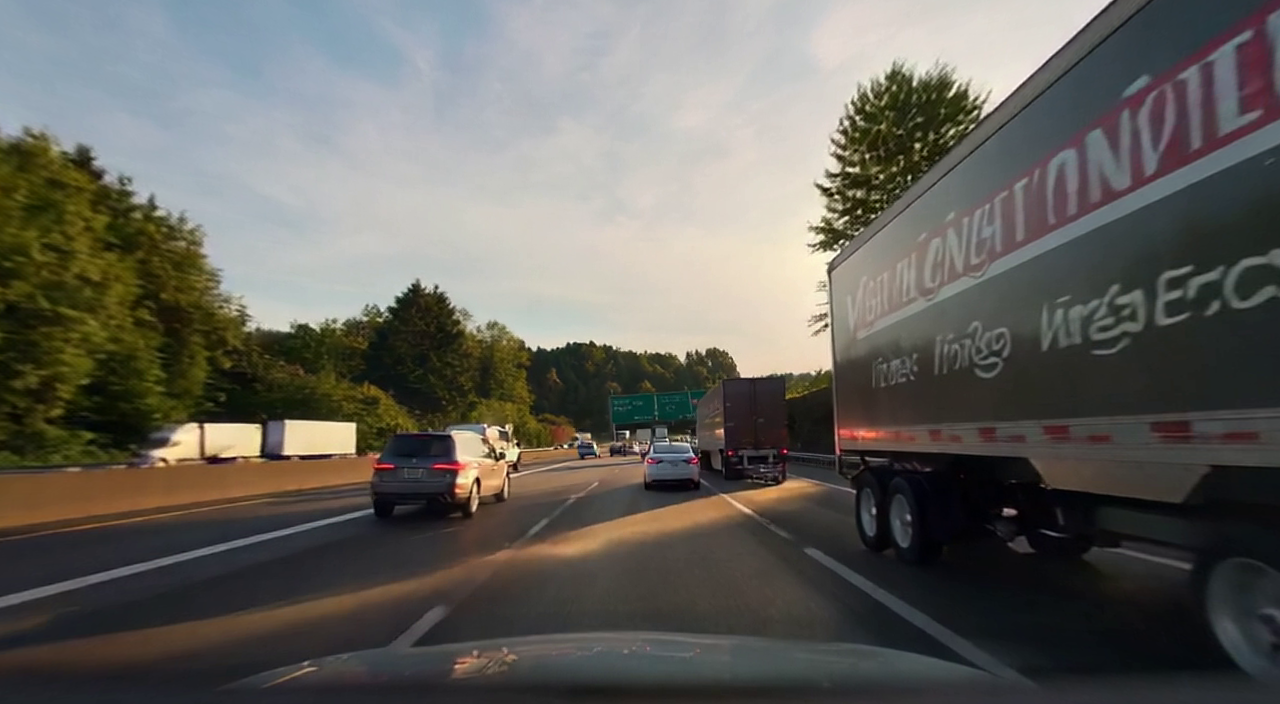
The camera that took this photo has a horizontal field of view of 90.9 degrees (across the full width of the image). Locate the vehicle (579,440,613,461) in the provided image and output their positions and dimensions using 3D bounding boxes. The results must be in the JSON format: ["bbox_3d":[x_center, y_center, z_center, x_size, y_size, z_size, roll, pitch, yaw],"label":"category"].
[{"bbox_3d":[-3.322,7.533,48.331,2.181,1.538,4.169,0,-8,2],"label":"vehicle"}]

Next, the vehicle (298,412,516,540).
[{"bbox_3d":[-3.645,2.012,10.954,2.006,1.729,4.447,0,-8,1],"label":"vehicle"}]

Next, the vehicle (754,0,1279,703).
[{"bbox_3d":[4.532,0.361,8.708,2.967,4.347,15.373,0,-8,0],"label":"vehicle"}]

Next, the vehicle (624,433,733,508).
[{"bbox_3d":[0.746,2.680,14.901,2.200,1.495,4.282,0,-8,-1],"label":"vehicle"}]

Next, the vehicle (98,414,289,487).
[{"bbox_3d":[-18.221,4.067,26.518,2.563,2.628,7.235,0,-8,2],"label":"vehicle"}]
